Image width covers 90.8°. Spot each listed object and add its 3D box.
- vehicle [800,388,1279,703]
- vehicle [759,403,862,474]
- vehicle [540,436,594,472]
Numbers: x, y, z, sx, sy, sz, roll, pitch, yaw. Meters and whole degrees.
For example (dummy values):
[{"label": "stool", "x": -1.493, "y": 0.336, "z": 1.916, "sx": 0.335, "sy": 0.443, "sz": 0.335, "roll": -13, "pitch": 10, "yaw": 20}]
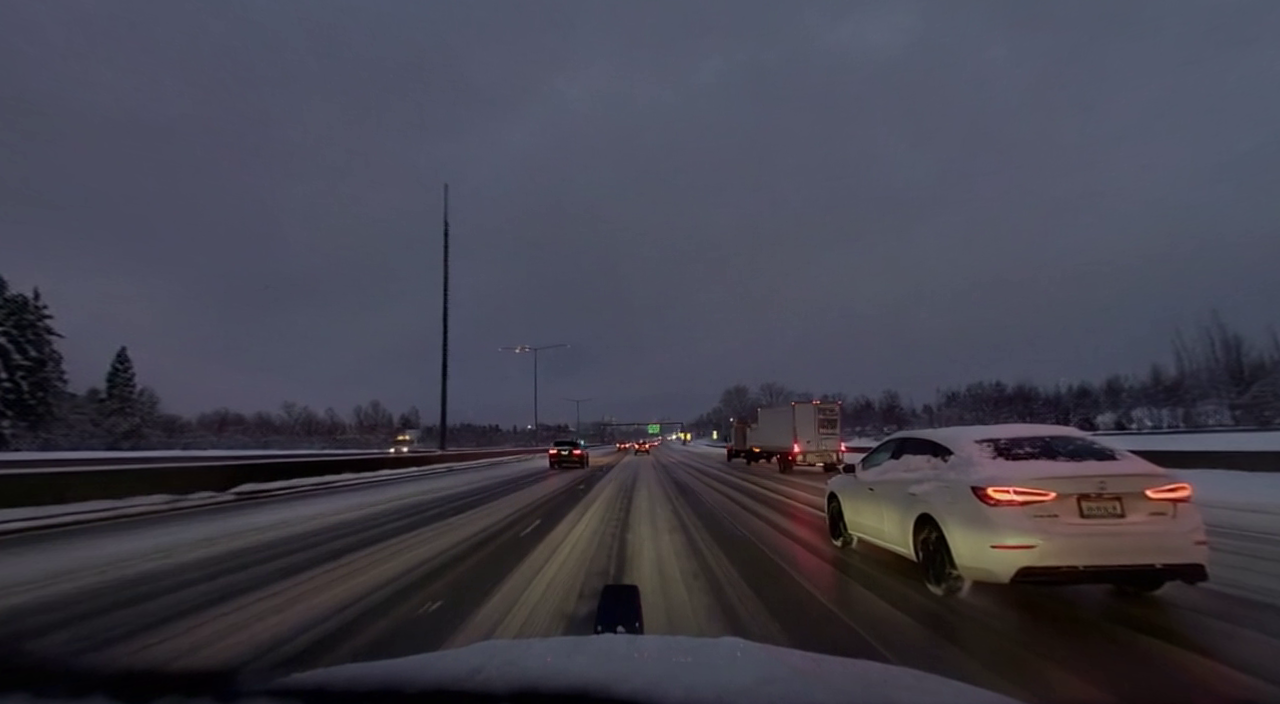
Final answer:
[{"label": "vehicle", "x": 3.008, "y": 1.289, "z": 5.069, "sx": 2.107, "sy": 1.550, "sz": 4.949, "roll": 0, "pitch": -8, "yaw": -1}, {"label": "vehicle", "x": 8.451, "y": 4.506, "z": 32.603, "sx": 2.798, "sy": 3.172, "sz": 8.403, "roll": 0, "pitch": -9, "yaw": -1}, {"label": "vehicle", "x": -3.794, "y": 5.399, "z": 33.639, "sx": 2.193, "sy": 1.746, "sz": 4.512, "roll": 0, "pitch": -8, "yaw": 1}]
